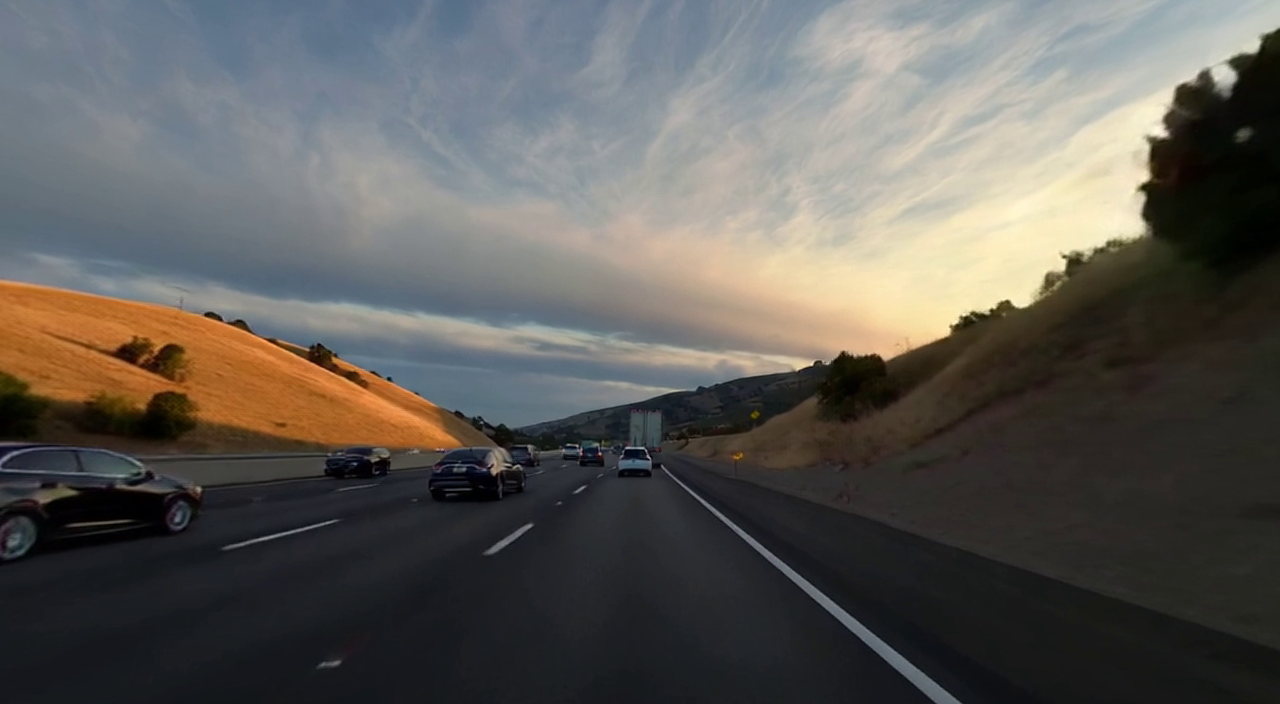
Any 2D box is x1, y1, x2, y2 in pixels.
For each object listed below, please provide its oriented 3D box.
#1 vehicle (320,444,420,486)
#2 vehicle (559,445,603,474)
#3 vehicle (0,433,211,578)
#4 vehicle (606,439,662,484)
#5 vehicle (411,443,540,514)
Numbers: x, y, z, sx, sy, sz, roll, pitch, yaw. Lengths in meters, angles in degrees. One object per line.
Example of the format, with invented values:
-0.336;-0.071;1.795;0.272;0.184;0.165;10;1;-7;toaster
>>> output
-10.708;4.489;25.402;1.950;1.507;4.527;1;-9;1;vehicle
-3.540;6.587;38.843;2.155;1.661;4.477;0;-9;1;vehicle
-7.713;1.752;7.586;2.029;1.507;4.204;1;-9;1;vehicle
-0.245;4.814;27.958;2.281;1.795;4.297;1;-9;0;vehicle
-3.884;3.061;15.811;1.943;1.468;4.547;1;-9;1;vehicle
